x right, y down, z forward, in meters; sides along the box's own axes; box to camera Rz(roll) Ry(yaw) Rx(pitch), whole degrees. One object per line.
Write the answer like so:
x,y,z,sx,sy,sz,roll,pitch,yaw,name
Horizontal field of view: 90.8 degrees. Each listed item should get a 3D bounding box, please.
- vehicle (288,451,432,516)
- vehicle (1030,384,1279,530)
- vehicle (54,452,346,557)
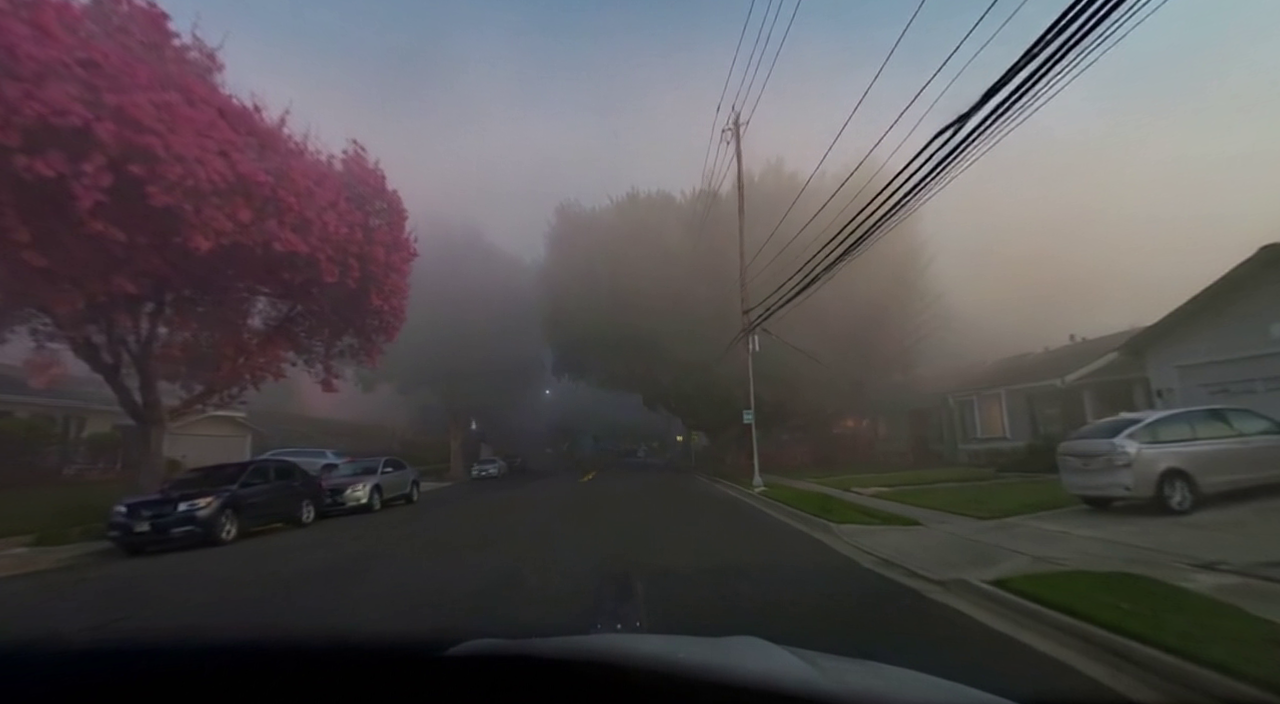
-7.312,3.446,17.083,1.896,1.484,4.298,0,-9,0,vehicle
8.629,1.482,9.540,4.025,1.738,1.920,-6,-9,-1,vehicle
-7.558,2.604,11.609,2.034,1.493,4.524,0,-9,1,vehicle
